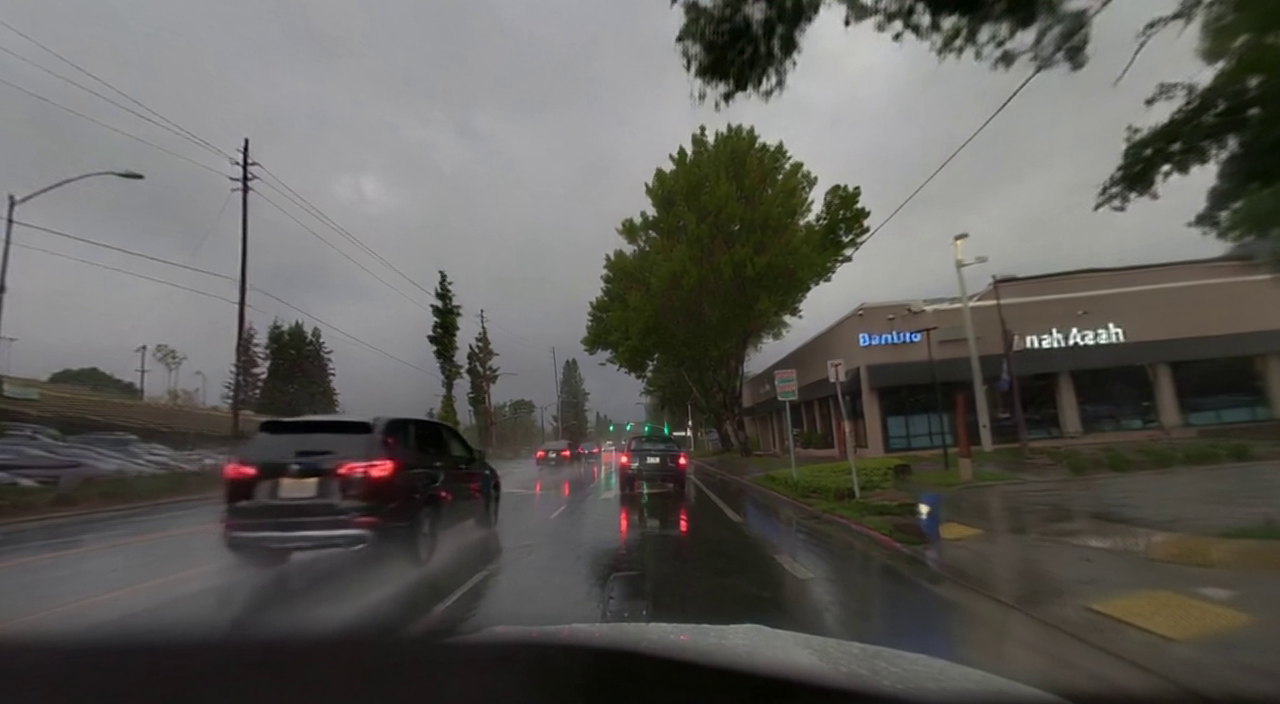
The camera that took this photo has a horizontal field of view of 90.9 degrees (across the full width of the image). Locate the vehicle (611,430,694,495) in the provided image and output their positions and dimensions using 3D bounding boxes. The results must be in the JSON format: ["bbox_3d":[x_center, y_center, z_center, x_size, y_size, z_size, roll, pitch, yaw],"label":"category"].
[{"bbox_3d":[0.311,3.111,18.096,2.108,1.612,4.246,0,-8,0],"label":"vehicle"}]

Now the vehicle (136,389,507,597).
[{"bbox_3d":[-3.435,1.639,8.340,2.064,1.859,5.154,0,-8,2],"label":"vehicle"}]

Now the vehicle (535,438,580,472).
[{"bbox_3d":[-4.430,5.613,34.554,1.862,1.694,4.315,0,-8,0],"label":"vehicle"}]
